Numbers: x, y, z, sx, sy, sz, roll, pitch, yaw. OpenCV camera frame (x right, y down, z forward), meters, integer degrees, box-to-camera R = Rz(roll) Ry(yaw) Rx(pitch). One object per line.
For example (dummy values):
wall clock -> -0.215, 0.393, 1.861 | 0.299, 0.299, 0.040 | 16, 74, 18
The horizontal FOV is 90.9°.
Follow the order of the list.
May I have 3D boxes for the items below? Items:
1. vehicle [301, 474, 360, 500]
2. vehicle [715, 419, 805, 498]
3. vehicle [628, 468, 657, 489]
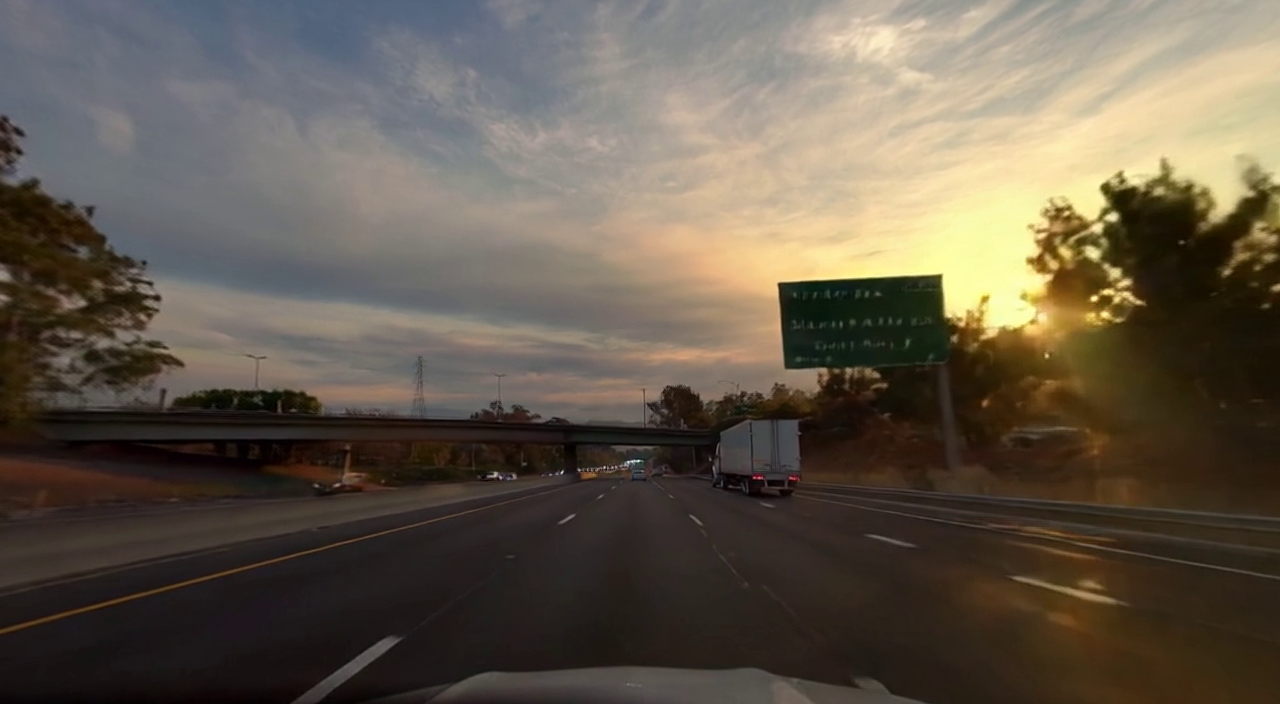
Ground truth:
vehicle -> -18.676, 8.116, 38.152 | 1.734, 1.433, 3.465 | 1, -10, 0
vehicle -> 7.075, 6.845, 39.942 | 2.926, 4.073, 13.836 | 1, -10, 0
vehicle -> 0.153, 9.283, 46.306 | 2.029, 1.459, 3.684 | 1, -10, -1
